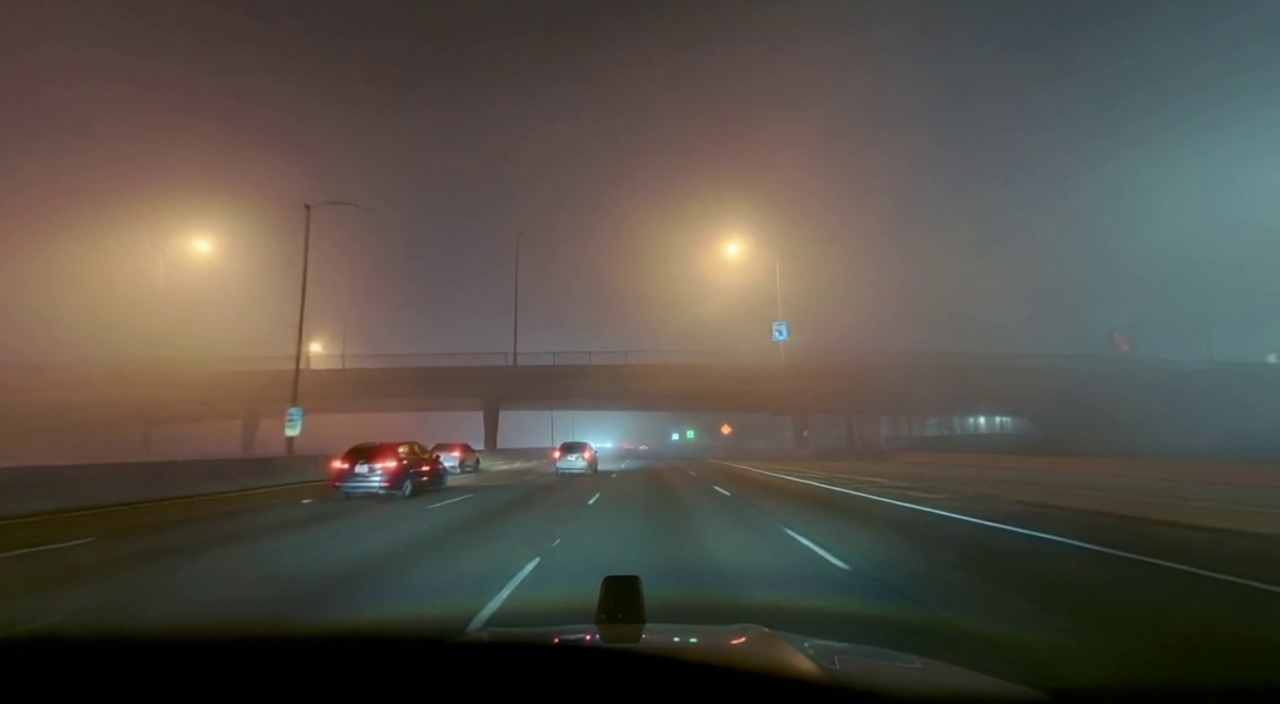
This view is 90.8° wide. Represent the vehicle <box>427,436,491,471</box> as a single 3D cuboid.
[{"bbox_3d":[-9.690,5.463,34.242,1.969,1.759,4.758,0,-8,1],"label":"vehicle"}]

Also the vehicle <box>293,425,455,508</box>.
[{"bbox_3d":[-6.489,2.844,16.162,2.015,1.762,4.790,0,-8,1],"label":"vehicle"}]

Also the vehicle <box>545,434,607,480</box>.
[{"bbox_3d":[-2.487,4.230,25.744,2.027,1.697,4.307,0,-8,1],"label":"vehicle"}]
